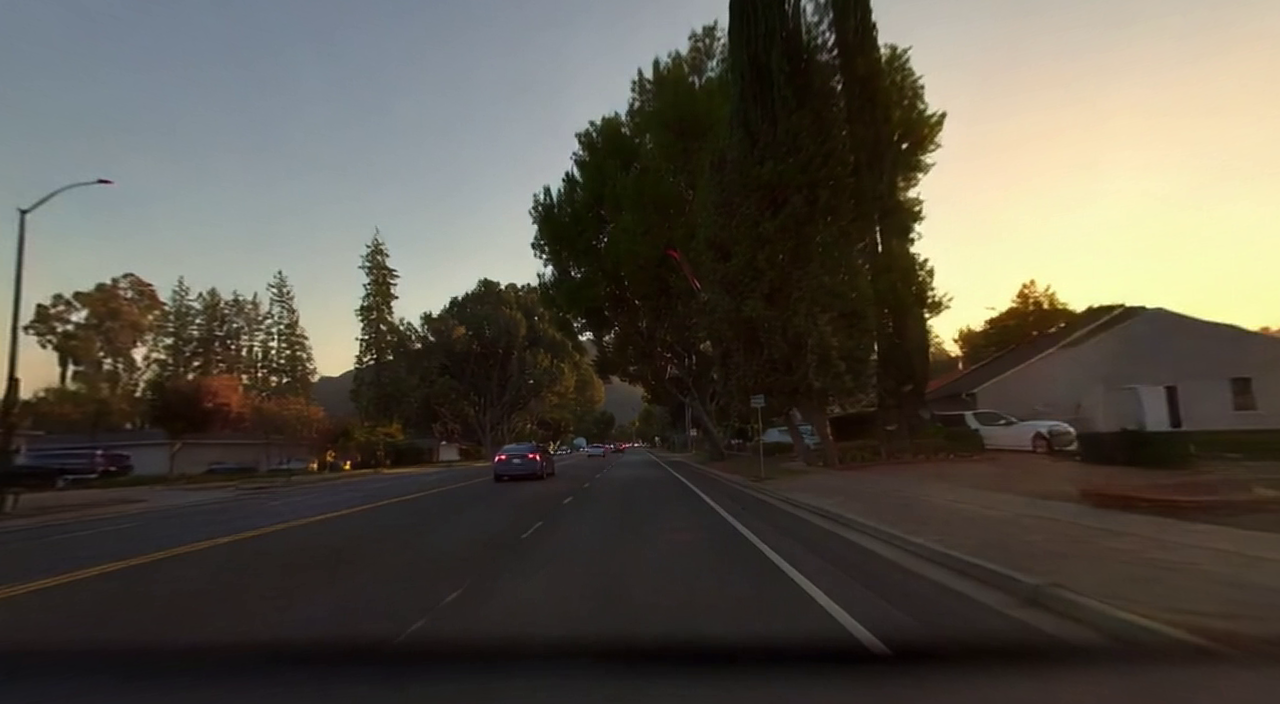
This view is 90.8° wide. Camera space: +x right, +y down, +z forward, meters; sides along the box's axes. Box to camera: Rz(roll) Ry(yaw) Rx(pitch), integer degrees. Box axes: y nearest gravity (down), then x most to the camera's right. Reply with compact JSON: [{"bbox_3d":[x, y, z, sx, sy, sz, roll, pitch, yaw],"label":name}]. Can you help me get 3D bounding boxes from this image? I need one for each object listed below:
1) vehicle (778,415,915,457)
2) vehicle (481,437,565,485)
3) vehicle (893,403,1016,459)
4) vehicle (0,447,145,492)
[{"bbox_3d":[10.368,4.275,32.172,6.098,2.021,2.524,0,-8,1],"label":"vehicle"},{"bbox_3d":[-3.882,3.692,21.711,2.030,1.467,4.251,0,-8,0],"label":"vehicle"},{"bbox_3d":[10.670,2.790,21.876,1.908,1.703,4.511,0,-9,0],"label":"vehicle"},{"bbox_3d":[-24.351,4.929,26.727,4.922,1.766,1.998,0,-8,-4],"label":"vehicle"}]
